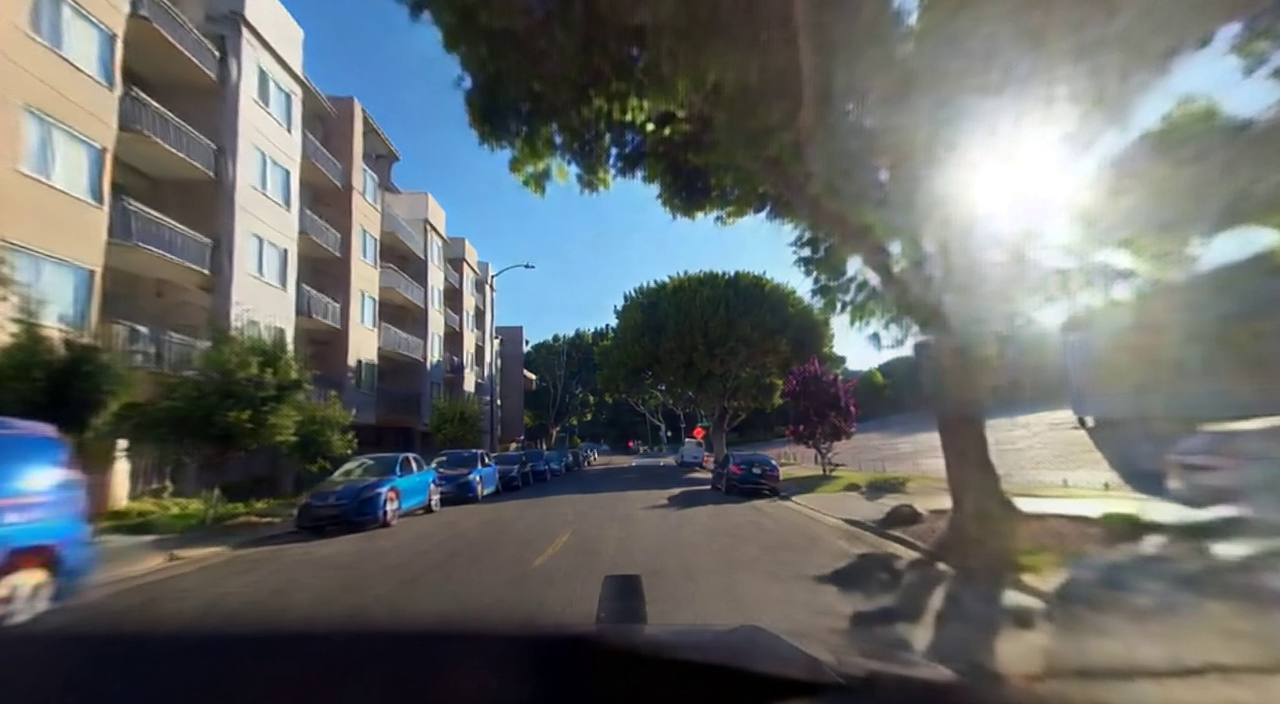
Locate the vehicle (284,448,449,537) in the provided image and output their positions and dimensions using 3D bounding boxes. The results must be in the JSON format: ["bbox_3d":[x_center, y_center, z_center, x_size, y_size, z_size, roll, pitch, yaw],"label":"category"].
[{"bbox_3d":[-5.257,2.699,12.673,1.722,1.491,3.431,0,-8,1],"label":"vehicle"}]

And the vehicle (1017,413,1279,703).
[{"bbox_3d":[3.119,0.895,1.629,1.903,1.512,3.900,0,-8,1],"label":"vehicle"}]

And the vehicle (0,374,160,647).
[{"bbox_3d":[-5.296,1.070,3.389,1.947,1.833,4.606,-1,-2,0],"label":"vehicle"}]

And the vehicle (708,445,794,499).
[{"bbox_3d":[3.312,3.639,19.624,1.835,1.490,4.134,0,-8,-1],"label":"vehicle"}]

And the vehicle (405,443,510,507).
[{"bbox_3d":[-4.970,3.378,17.834,1.782,1.585,3.962,0,-8,0],"label":"vehicle"}]

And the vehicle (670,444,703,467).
[{"bbox_3d":[3.504,7.848,48.266,1.951,1.654,4.146,0,-8,-3],"label":"vehicle"}]
